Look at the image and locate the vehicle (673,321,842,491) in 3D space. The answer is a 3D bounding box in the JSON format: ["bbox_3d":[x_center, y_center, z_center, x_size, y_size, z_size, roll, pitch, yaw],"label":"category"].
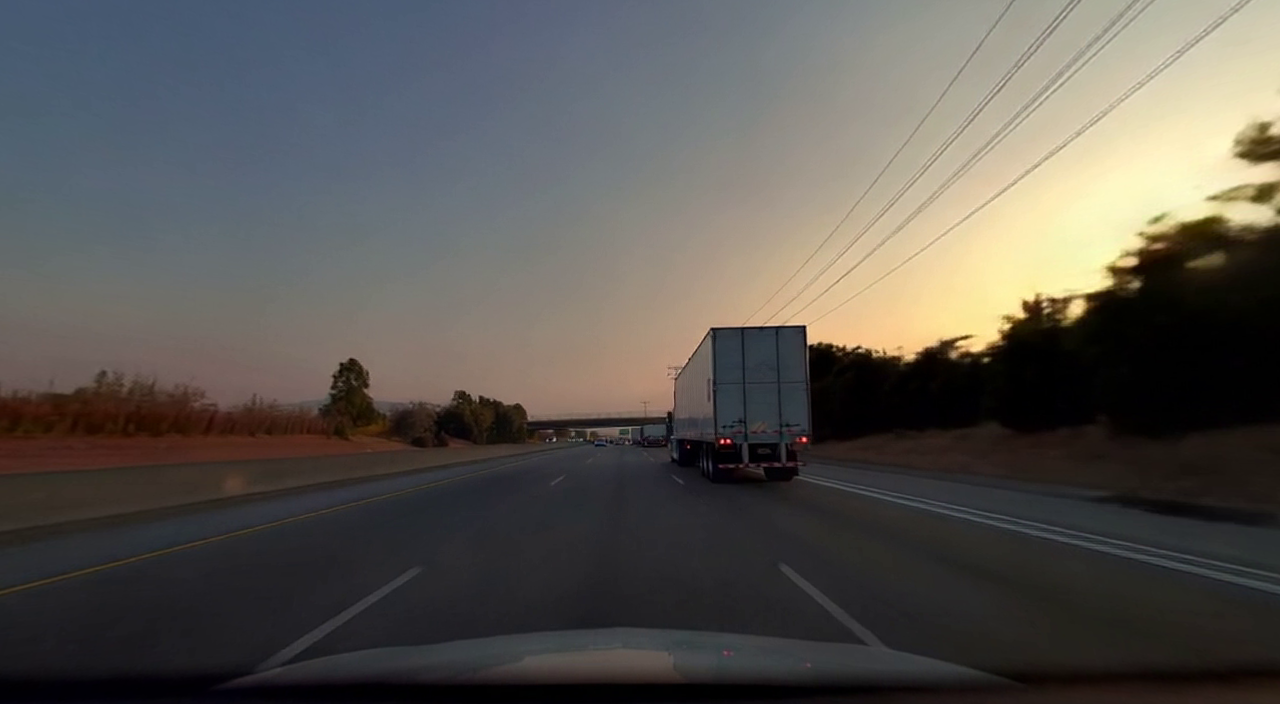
[{"bbox_3d":[3.153,2.224,22.192,2.905,4.080,14.157,0,-8,-1],"label":"vehicle"}]
